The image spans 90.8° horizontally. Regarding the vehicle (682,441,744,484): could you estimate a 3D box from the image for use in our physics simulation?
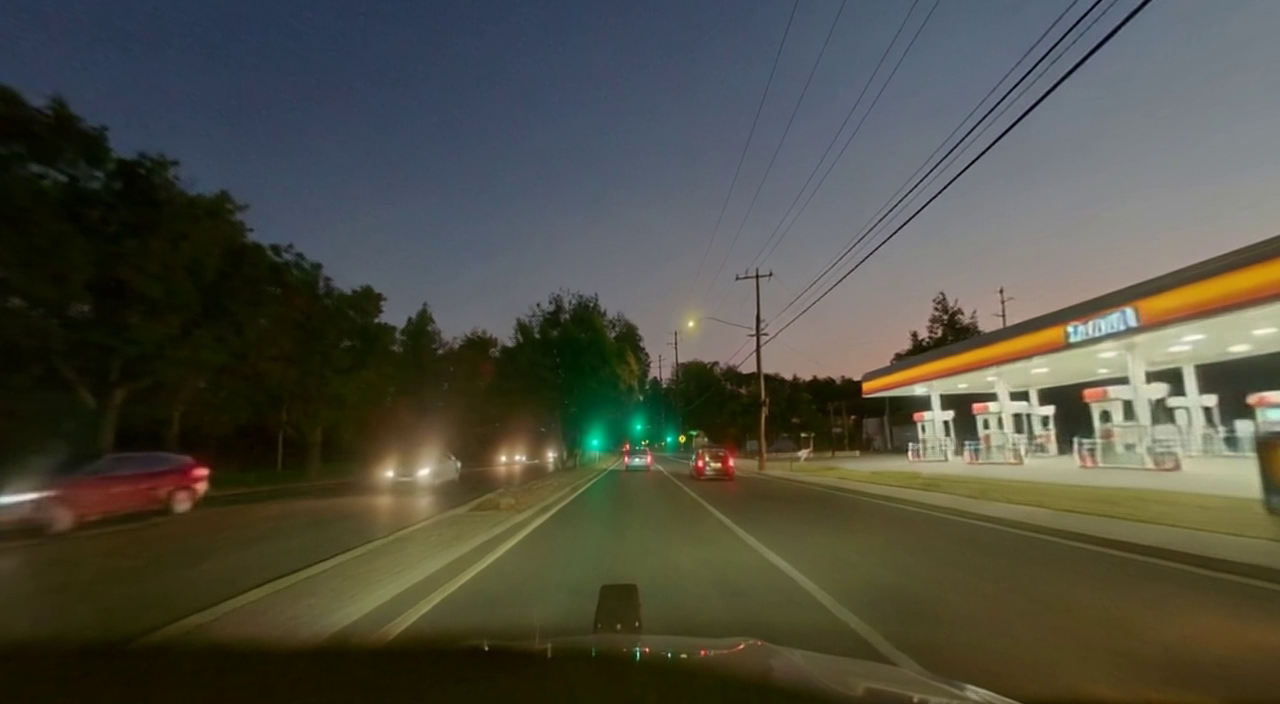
[{"bbox_3d":[2.918,4.531,26.189,1.990,1.592,4.294,0,-8,-1],"label":"vehicle"}]

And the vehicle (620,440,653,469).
[{"bbox_3d":[-0.274,7.000,43.252,2.163,1.825,4.073,-1,-8,-1],"label":"vehicle"}]

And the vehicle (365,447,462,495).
[{"bbox_3d":[-8.382,4.410,23.881,2.085,1.582,4.305,-1,-8,0],"label":"vehicle"}]

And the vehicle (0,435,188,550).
[{"bbox_3d":[-11.491,2.550,12.004,2.301,1.827,4.754,0,-8,-1],"label":"vehicle"}]
